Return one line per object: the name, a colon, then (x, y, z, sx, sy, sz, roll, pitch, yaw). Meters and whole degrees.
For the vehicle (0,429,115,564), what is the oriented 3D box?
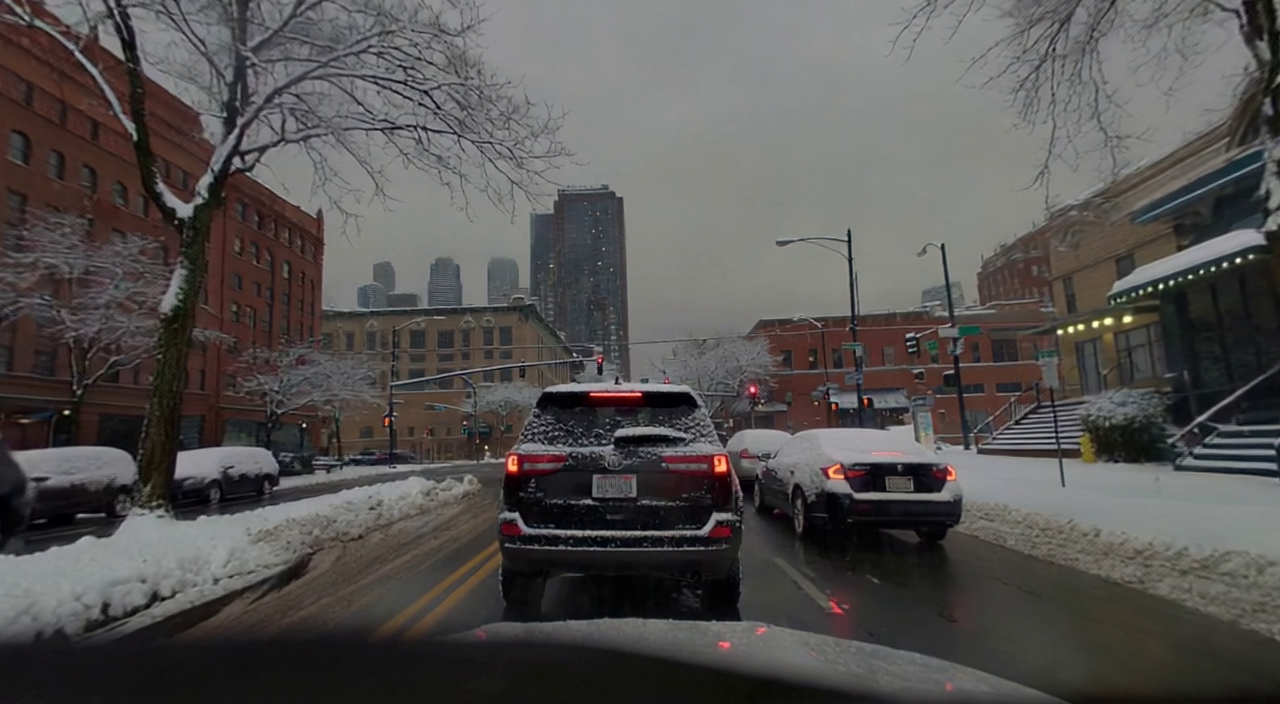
vehicle: (-9.282, 1.789, 7.594, 2.054, 1.722, 4.292, 0, -8, 1)

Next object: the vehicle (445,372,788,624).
vehicle: (-0.159, 1.363, 6.757, 2.453, 1.816, 4.300, 0, -8, 0)

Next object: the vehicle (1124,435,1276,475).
vehicle: (22.104, 4.060, 24.998, 4.055, 1.469, 1.848, -4, -9, 26)

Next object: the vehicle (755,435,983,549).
vehicle: (3.289, 2.086, 10.074, 2.056, 1.422, 4.130, 0, -8, -1)

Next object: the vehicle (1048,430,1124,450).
vehicle: (35.506, 7.040, 49.946, 5.224, 1.515, 2.164, 3, -9, -18)

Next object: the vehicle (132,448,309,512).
vehicle: (-12.461, 3.782, 19.160, 2.207, 1.648, 4.675, 0, -8, -1)
